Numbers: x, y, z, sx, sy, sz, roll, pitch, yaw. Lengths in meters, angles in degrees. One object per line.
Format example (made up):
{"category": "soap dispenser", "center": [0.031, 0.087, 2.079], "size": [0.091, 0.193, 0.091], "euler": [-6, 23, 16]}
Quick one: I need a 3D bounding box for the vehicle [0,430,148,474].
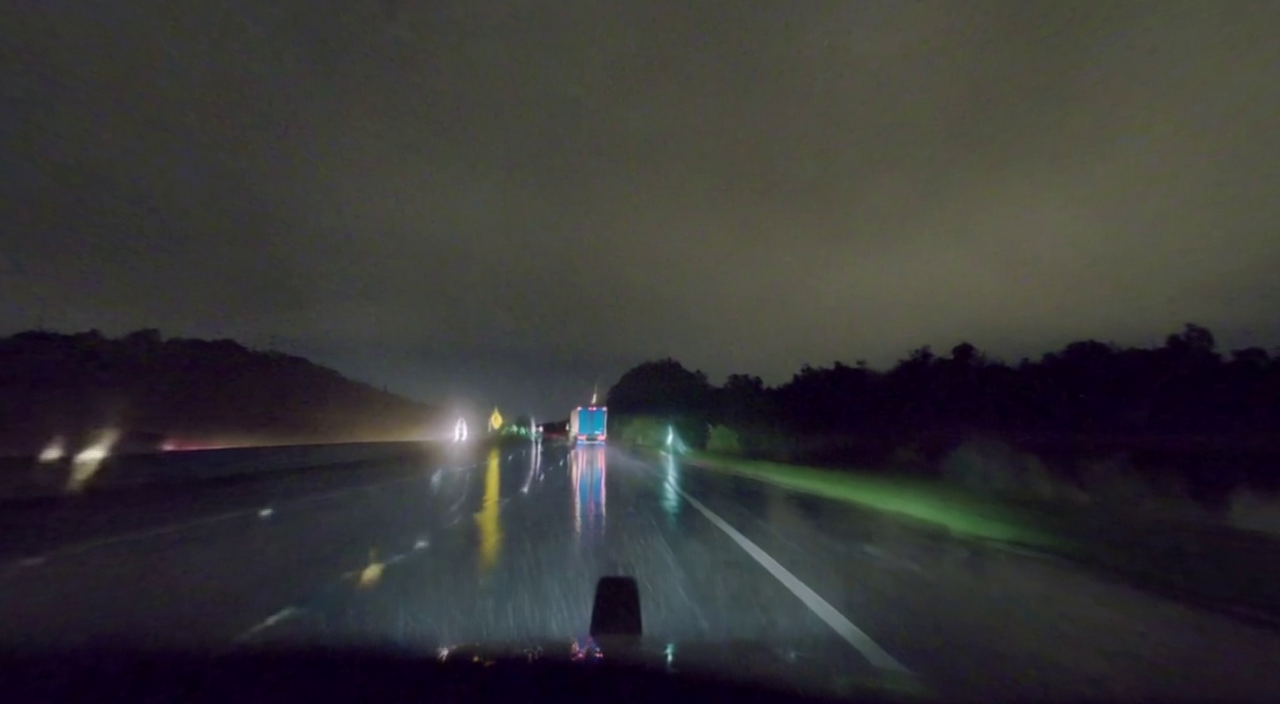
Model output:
{"category": "vehicle", "center": [-21.579, 3.801, 24.219], "size": [1.819, 1.486, 4.460], "euler": [0, -8, -3]}
